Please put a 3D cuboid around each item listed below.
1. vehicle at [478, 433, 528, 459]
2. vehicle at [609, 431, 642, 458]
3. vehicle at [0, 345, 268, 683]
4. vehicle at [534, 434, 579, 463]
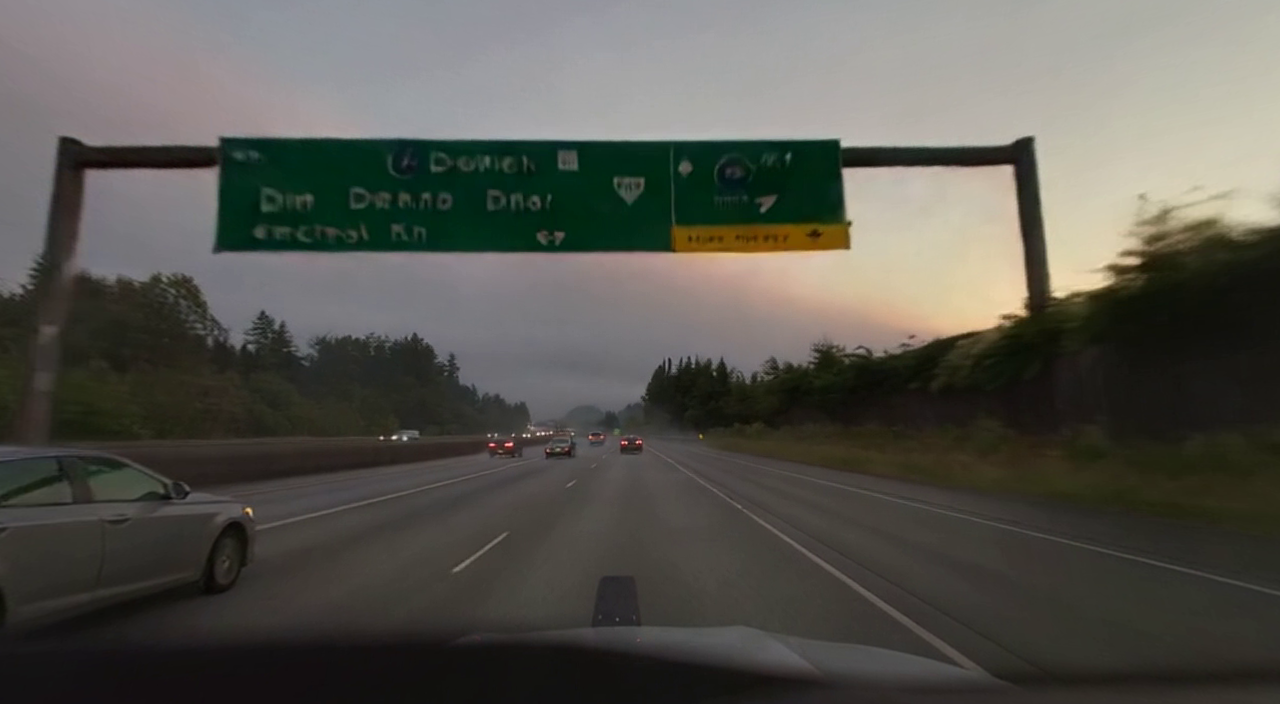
[{"bbox_3d":[-8.388,5.793,38.953,1.953,1.524,4.863,0,-8,0],"label":"vehicle"},{"bbox_3d":[-0.913,5.850,39.842,2.002,1.611,3.778,0,-8,-1],"label":"vehicle"},{"bbox_3d":[-4.473,0.919,3.667,1.971,1.822,4.366,0,-8,-1],"label":"vehicle"},{"bbox_3d":[-4.464,5.194,34.183,1.909,1.445,4.087,0,-8,-1],"label":"vehicle"}]
